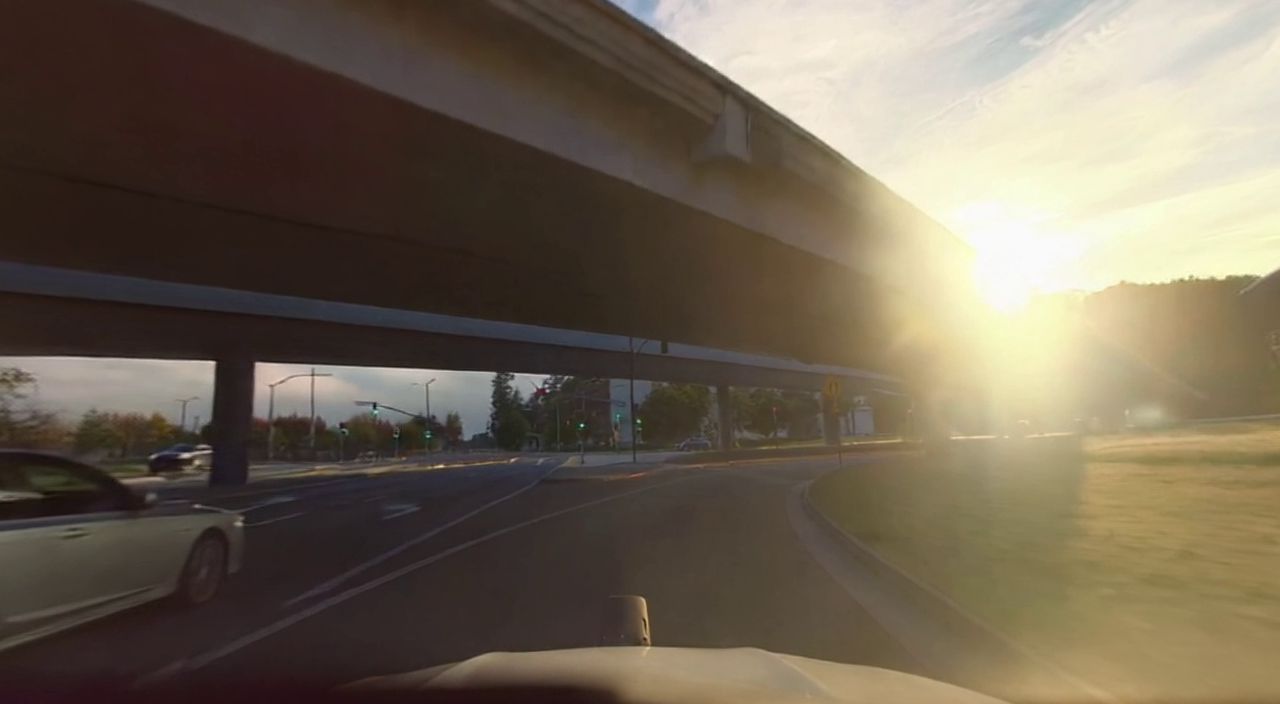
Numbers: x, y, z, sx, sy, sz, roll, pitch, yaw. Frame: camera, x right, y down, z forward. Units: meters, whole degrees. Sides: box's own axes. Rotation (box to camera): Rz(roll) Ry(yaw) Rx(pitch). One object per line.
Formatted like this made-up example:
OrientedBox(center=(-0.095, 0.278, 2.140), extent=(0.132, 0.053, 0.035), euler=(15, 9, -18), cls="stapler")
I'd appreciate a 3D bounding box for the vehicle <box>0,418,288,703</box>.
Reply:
OrientedBox(center=(-4.337, 1.179, 3.853), extent=(1.963, 1.460, 4.614), euler=(0, -9, -4), cls="vehicle")
